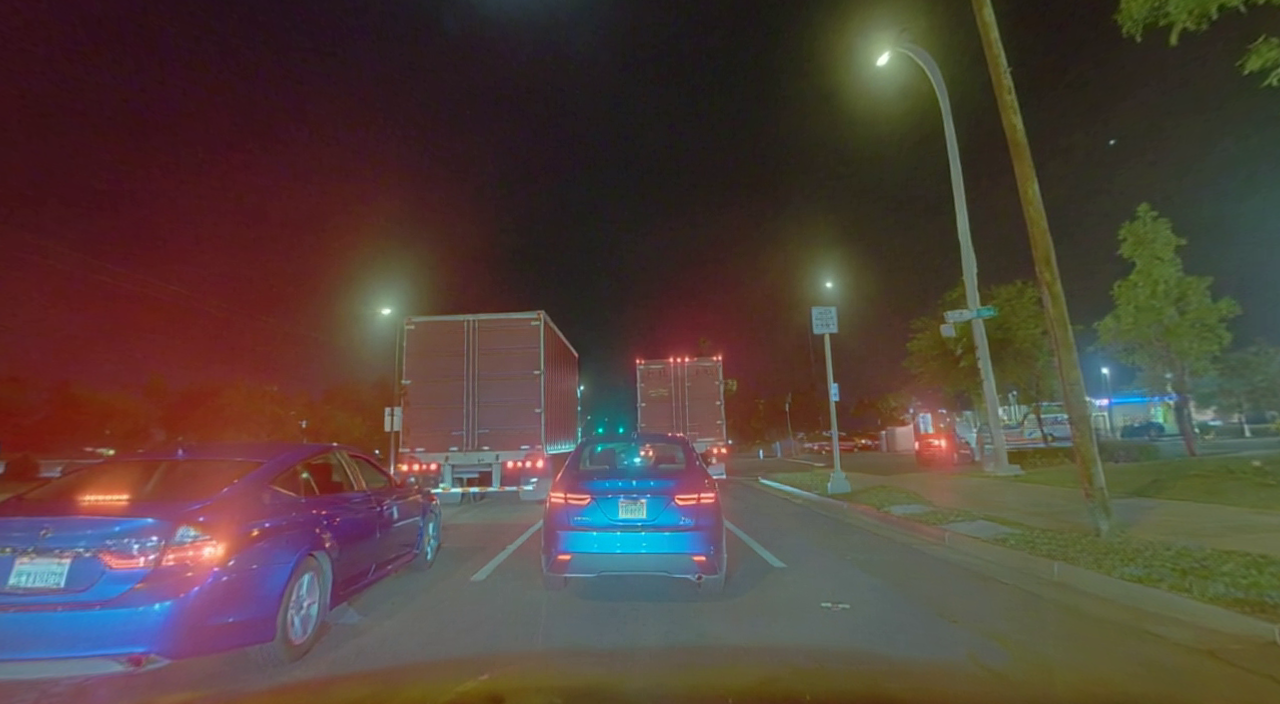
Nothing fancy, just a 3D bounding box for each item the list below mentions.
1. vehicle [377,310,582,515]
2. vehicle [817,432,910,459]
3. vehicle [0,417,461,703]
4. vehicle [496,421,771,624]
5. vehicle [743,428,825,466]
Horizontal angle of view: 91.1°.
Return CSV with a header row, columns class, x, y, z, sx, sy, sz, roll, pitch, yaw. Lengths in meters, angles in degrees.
class,x,y,z,sx,sy,sz,roll,pitch,yaw
vehicle,-3.267,1.604,15.187,3.020,3.800,7.105,0,-8,0
vehicle,12.681,5.351,35.839,4.574,1.478,1.880,0,-8,3
vehicle,-3.102,1.370,5.177,1.969,1.471,4.378,0,-8,0
vehicle,-0.100,1.595,6.870,2.067,1.506,4.118,0,-8,-2
vehicle,7.525,5.044,33.375,2.061,1.845,4.829,3,-9,-17
